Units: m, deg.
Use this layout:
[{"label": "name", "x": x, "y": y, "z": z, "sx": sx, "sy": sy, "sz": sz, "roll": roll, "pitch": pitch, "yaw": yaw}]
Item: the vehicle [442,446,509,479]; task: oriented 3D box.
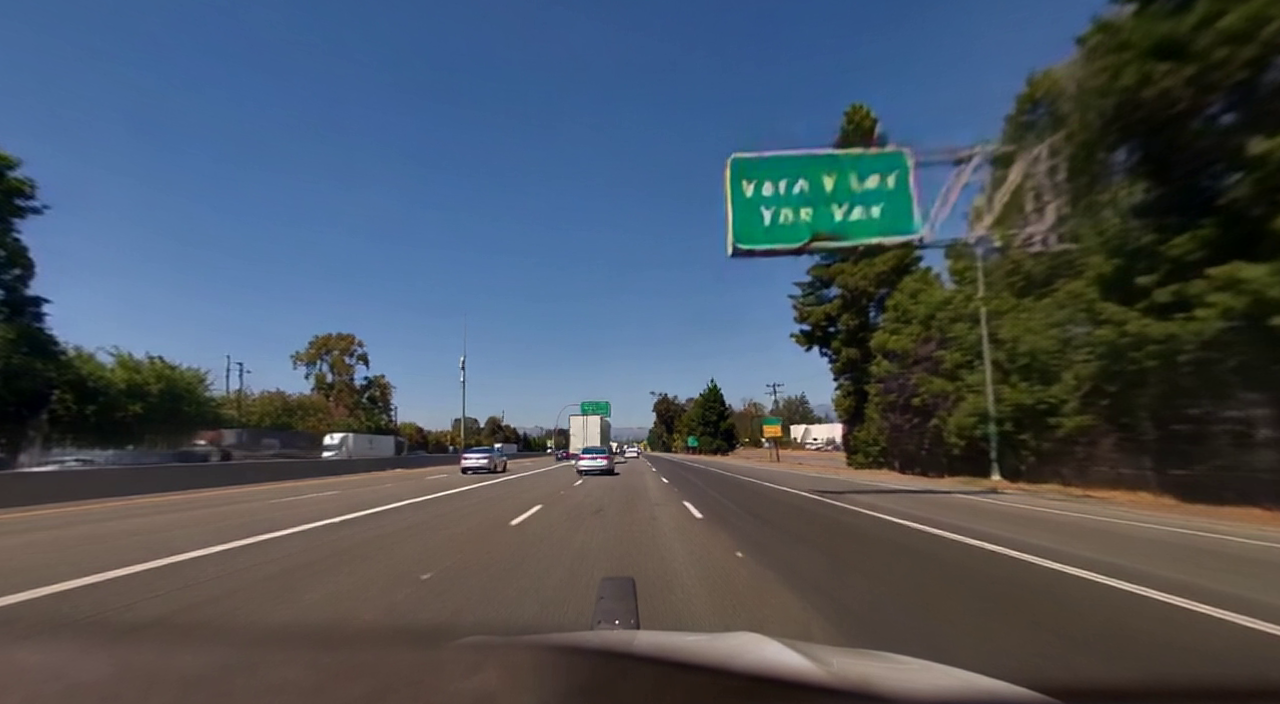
[{"label": "vehicle", "x": -7.794, "y": 5.252, "z": 30.344, "sx": 2.026, "sy": 1.477, "sz": 4.467, "roll": 0, "pitch": -9, "yaw": 0}]

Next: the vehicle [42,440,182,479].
[{"label": "vehicle", "x": -23.182, "y": 4.742, "z": 28.061, "sx": 2.022, "sy": 1.562, "sz": 4.859, "roll": 0, "pitch": -9, "yaw": 0}]

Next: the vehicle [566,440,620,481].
[{"label": "vehicle", "x": -1.996, "y": 4.758, "z": 28.008, "sx": 2.033, "sy": 1.669, "sz": 4.112, "roll": 0, "pitch": -9, "yaw": 1}]
